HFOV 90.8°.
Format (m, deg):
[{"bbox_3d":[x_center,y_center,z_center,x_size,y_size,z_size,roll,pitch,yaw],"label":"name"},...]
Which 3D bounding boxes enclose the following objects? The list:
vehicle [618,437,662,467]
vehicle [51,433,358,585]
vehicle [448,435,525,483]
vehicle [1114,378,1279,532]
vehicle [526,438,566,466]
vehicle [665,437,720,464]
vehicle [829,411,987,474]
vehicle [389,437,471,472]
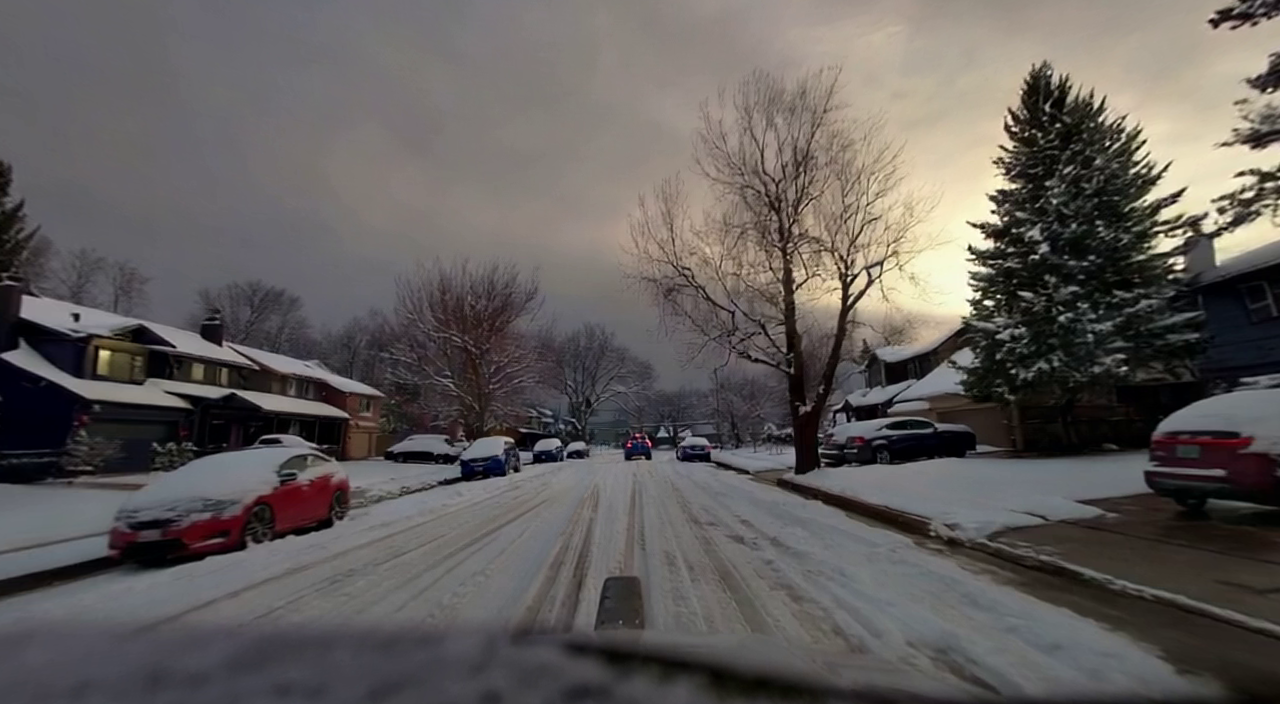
[{"bbox_3d":[-0.080,5.273,33.494,2.192,1.474,4.192,0,-9,-2],"label":"vehicle"},{"bbox_3d":[-6.110,2.133,9.600,2.007,1.662,3.951,-2,-7,-2],"label":"vehicle"},{"bbox_3d":[-6.533,4.562,27.426,2.254,1.773,4.795,-2,-7,-2],"label":"vehicle"},{"bbox_3d":[10.071,1.270,8.932,4.908,1.846,2.143,-4,-9,-2],"label":"vehicle"},{"bbox_3d":[-6.743,7.273,45.853,2.235,1.851,4.662,-2,-9,-1],"label":"vehicle"},{"bbox_3d":[3.083,5.934,38.078,2.429,1.502,4.474,1,-9,-7],"label":"vehicle"},{"bbox_3d":[9.868,3.354,23.516,4.813,1.914,2.041,-3,-9,-4],"label":"vehicle"},{"bbox_3d":[-12.953,6.337,39.149,4.461,1.717,1.936,-4,-7,-5],"label":"vehicle"}]
